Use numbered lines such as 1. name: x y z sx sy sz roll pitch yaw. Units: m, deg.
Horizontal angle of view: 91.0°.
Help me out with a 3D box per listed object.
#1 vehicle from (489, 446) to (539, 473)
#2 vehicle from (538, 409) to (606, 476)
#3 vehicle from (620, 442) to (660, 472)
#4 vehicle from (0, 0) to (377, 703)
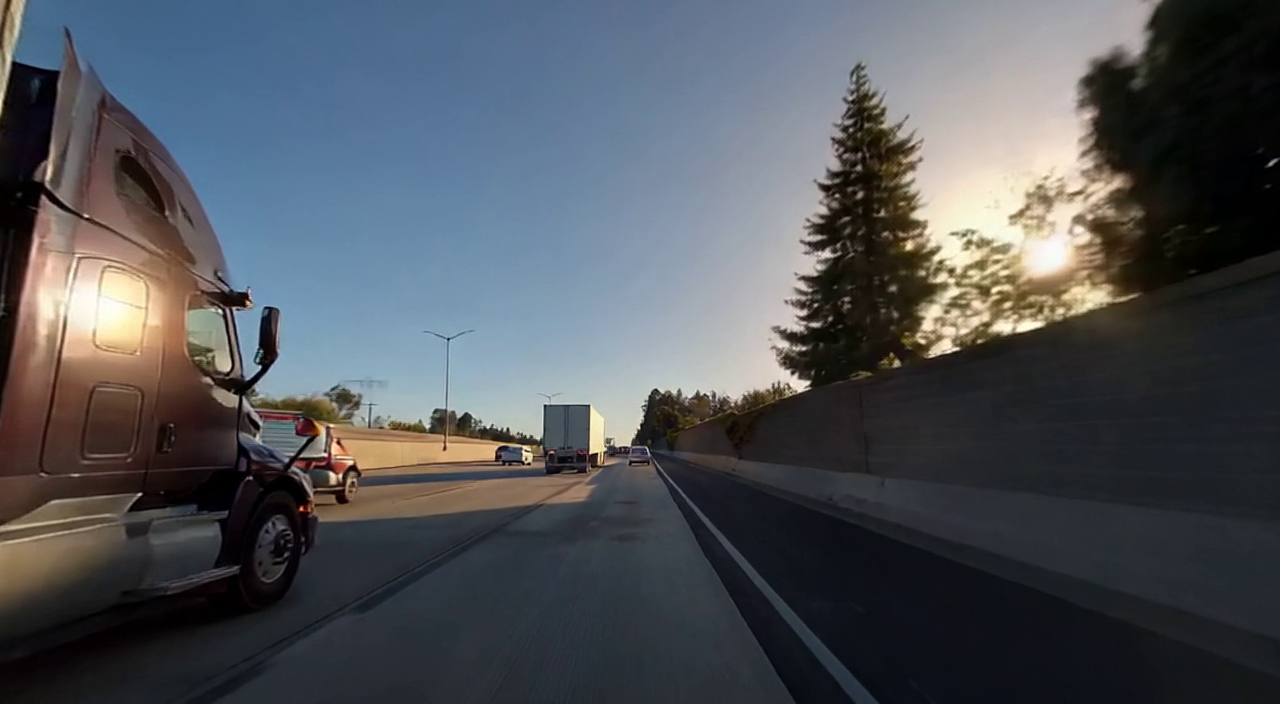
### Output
1. vehicle: -7.250 6.205 36.538 1.962 1.489 4.002 0 -9 1
2. vehicle: -3.684 5.292 36.623 2.956 3.331 9.575 0 -9 0
3. vehicle: 0.024 6.128 36.915 2.178 1.640 4.071 0 -9 1
4. vehicle: -3.745 -0.099 0.299 3.025 3.266 9.256 0 -9 1
